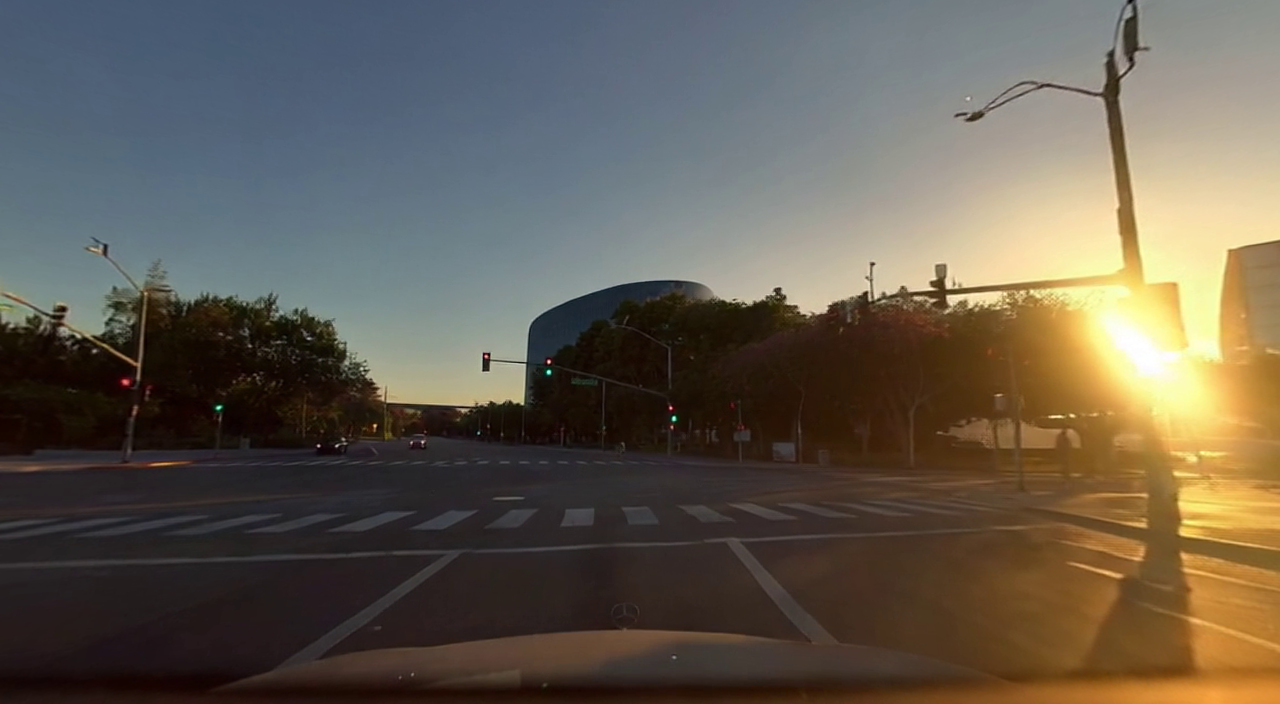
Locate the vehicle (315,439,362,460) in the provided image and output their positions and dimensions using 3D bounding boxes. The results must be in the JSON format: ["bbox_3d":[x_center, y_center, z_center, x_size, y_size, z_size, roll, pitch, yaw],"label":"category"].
[{"bbox_3d":[-21.966,7.099,46.203,1.918,1.432,4.433,1,-9,-10],"label":"vehicle"}]
